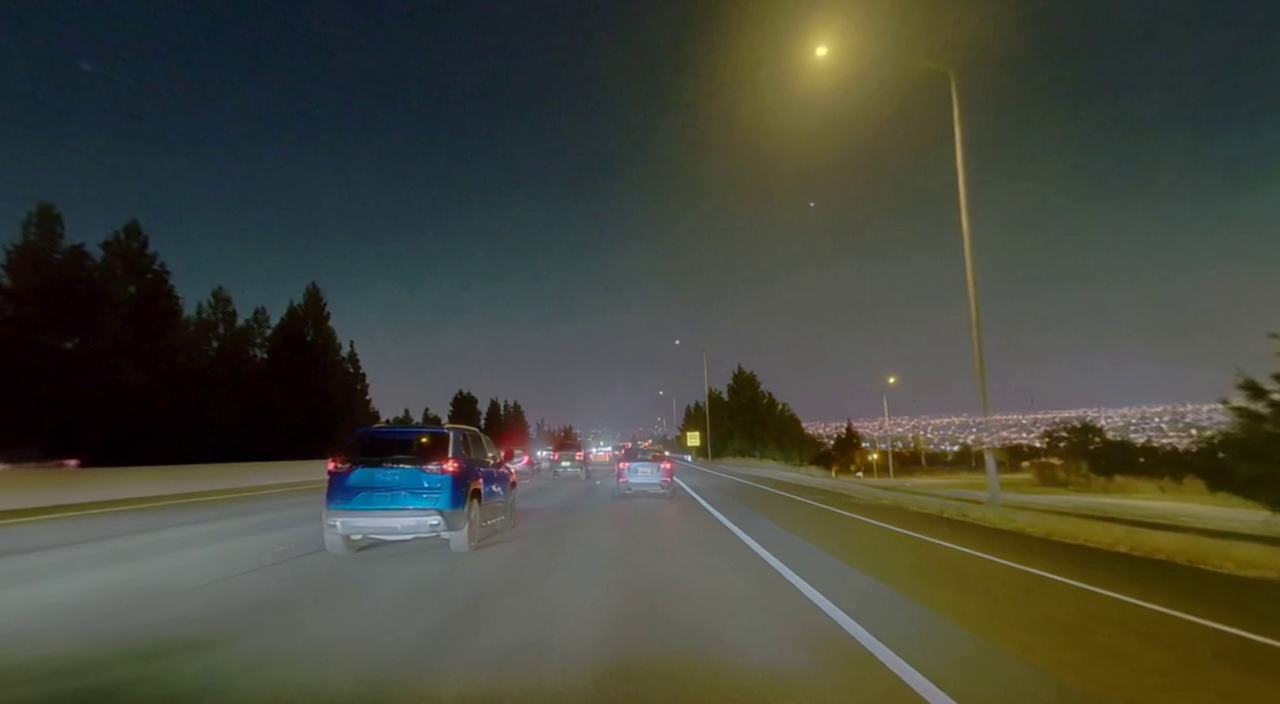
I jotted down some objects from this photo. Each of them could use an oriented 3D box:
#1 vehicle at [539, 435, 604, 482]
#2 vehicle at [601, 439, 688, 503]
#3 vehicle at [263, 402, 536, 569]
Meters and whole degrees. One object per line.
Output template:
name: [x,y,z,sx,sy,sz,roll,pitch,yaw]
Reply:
vehicle: [-2.752,4.431,26.459,2.125,1.771,4.721,0,-9,1]
vehicle: [0.097,3.151,17.078,2.068,1.488,4.045,0,-9,-1]
vehicle: [-2.967,1.762,8.971,2.123,1.798,4.108,0,-9,2]
